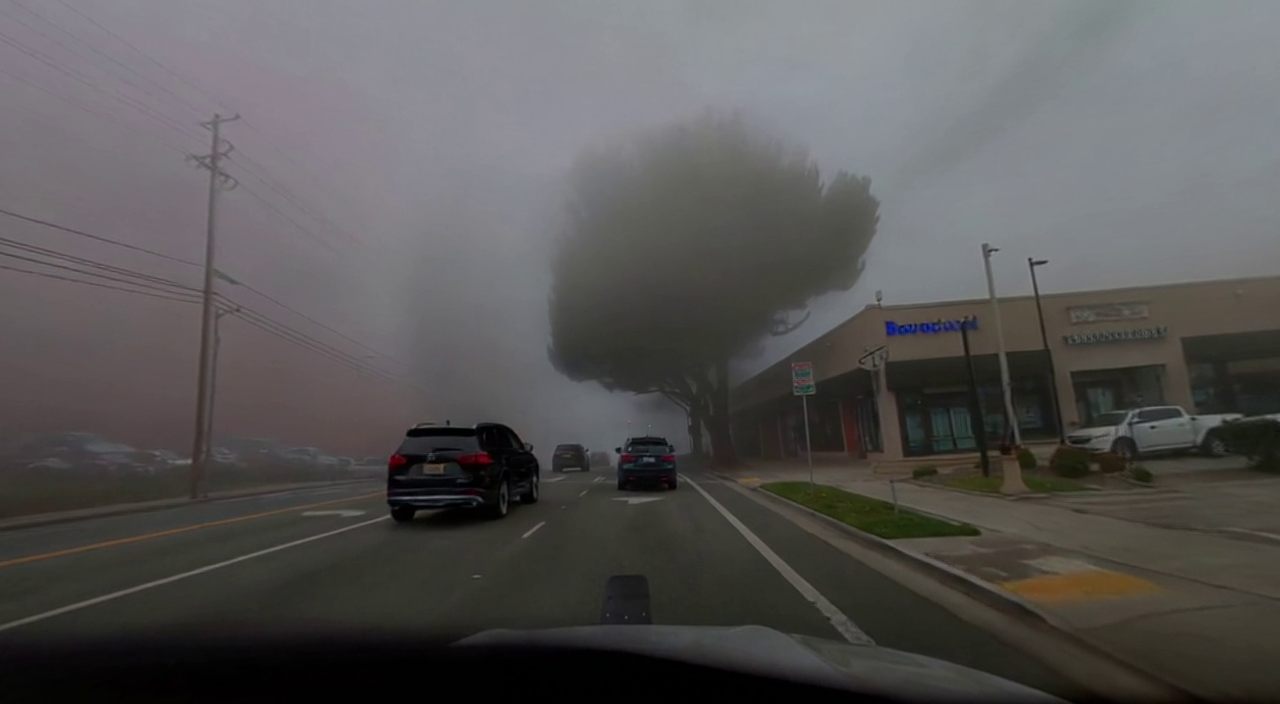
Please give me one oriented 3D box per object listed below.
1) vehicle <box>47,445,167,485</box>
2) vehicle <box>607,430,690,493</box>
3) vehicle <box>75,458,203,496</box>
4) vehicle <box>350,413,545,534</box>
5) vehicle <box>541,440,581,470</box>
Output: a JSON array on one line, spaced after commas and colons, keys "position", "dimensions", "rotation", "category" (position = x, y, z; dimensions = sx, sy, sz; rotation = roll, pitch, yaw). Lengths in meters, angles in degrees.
[{"position": [-29.304, 6.193, 34.751], "dimensions": [4.703, 2.084, 2.143], "rotation": [0, -9, 4], "category": "vehicle"}, {"position": [0.221, 3.115, 18.291], "dimensions": [2.108, 1.612, 4.246], "rotation": [0, -8, 0], "category": "vehicle"}, {"position": [-23.033, 5.725, 29.250], "dimensions": [1.862, 1.468, 4.708], "rotation": [0, -8, 4], "category": "vehicle"}, {"position": [-3.398, 2.271, 12.478], "dimensions": [2.064, 1.859, 5.154], "rotation": [0, -8, 2], "category": "vehicle"}, {"position": [-4.780, 6.265, 38.503], "dimensions": [1.862, 1.694, 4.315], "rotation": [0, -8, 0], "category": "vehicle"}]
